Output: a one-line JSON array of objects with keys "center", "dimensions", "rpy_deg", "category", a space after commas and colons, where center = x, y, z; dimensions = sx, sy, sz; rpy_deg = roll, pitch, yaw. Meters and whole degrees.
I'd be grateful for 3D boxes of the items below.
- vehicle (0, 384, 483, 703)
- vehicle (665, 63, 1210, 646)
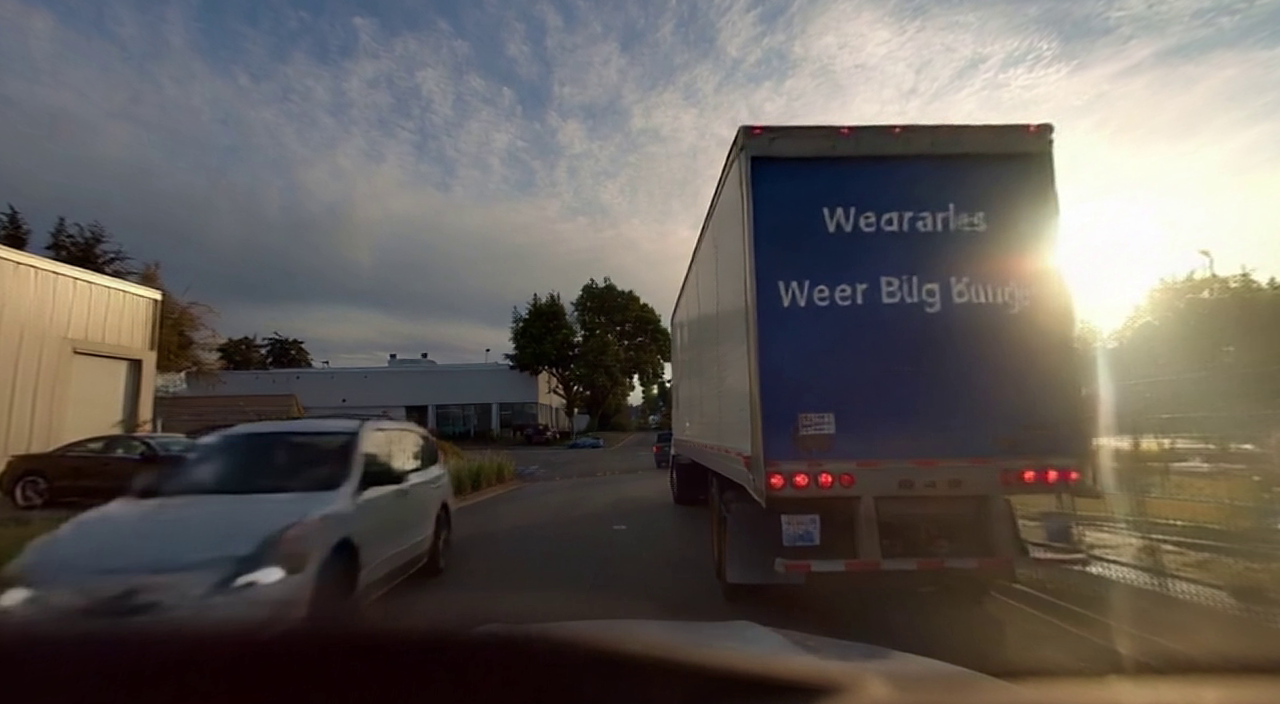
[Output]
[{"center": [-2.583, 1.163, 4.820], "dimensions": [1.780, 1.488, 4.043], "rpy_deg": [0, -8, -1], "category": "vehicle"}, {"center": [2.254, 0.878, 11.579], "dimensions": [2.865, 4.113, 14.471], "rpy_deg": [0, -8, 0], "category": "vehicle"}]
